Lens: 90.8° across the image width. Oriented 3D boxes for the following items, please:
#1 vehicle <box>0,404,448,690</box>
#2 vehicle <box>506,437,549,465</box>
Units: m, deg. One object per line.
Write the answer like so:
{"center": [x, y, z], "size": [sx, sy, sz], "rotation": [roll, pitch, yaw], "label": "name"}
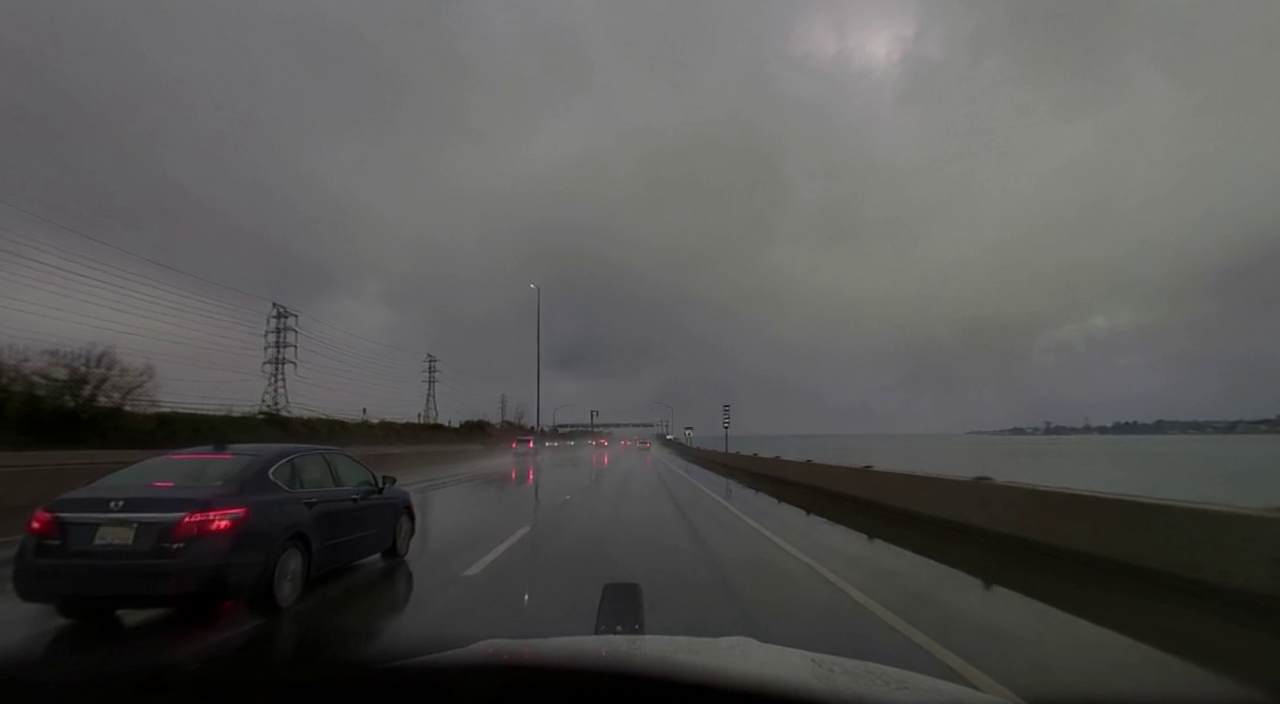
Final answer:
{"center": [-3.453, 1.361, 5.642], "size": [2.015, 1.501, 4.454], "rotation": [0, -8, 1], "label": "vehicle"}
{"center": [-7.366, 6.523, 41.777], "size": [2.050, 1.717, 4.418], "rotation": [0, -8, 0], "label": "vehicle"}
